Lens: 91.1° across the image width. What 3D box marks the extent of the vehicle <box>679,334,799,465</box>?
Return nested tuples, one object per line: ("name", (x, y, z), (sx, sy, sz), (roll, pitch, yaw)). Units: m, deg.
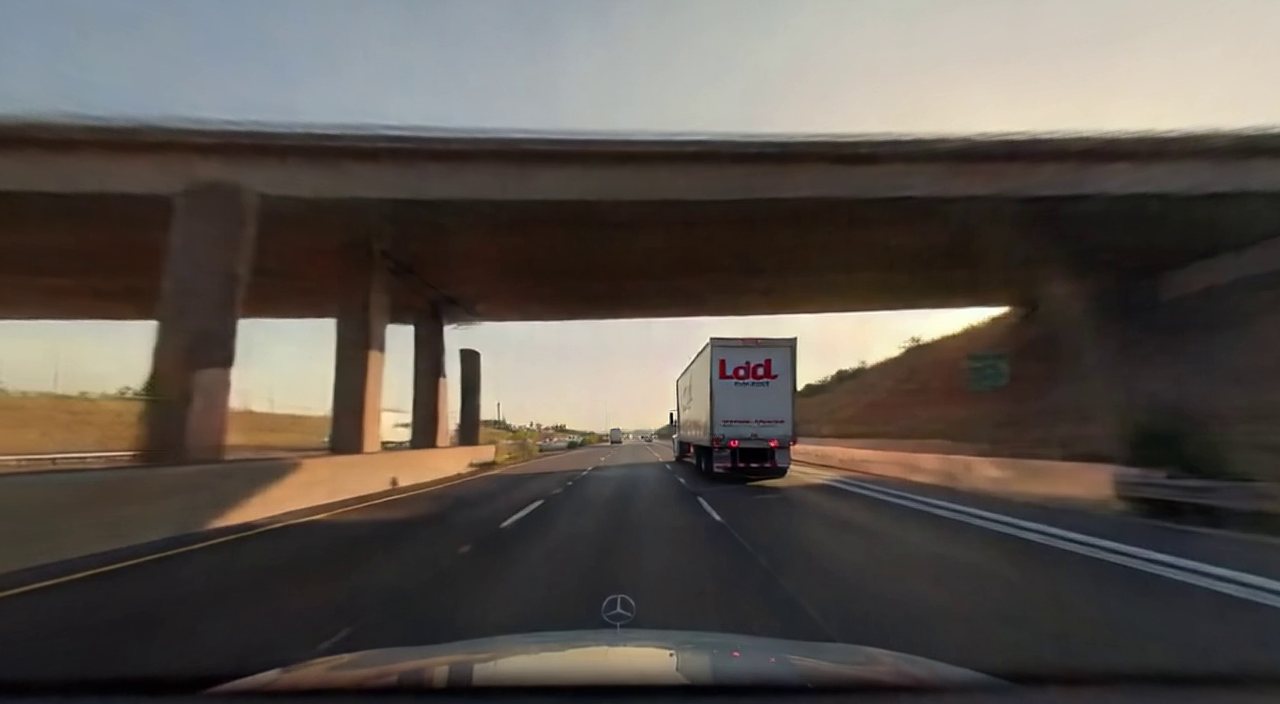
("vehicle", (3.618, 2.492, 27.567), (3.034, 4.194, 14.704), (0, -8, 1))
